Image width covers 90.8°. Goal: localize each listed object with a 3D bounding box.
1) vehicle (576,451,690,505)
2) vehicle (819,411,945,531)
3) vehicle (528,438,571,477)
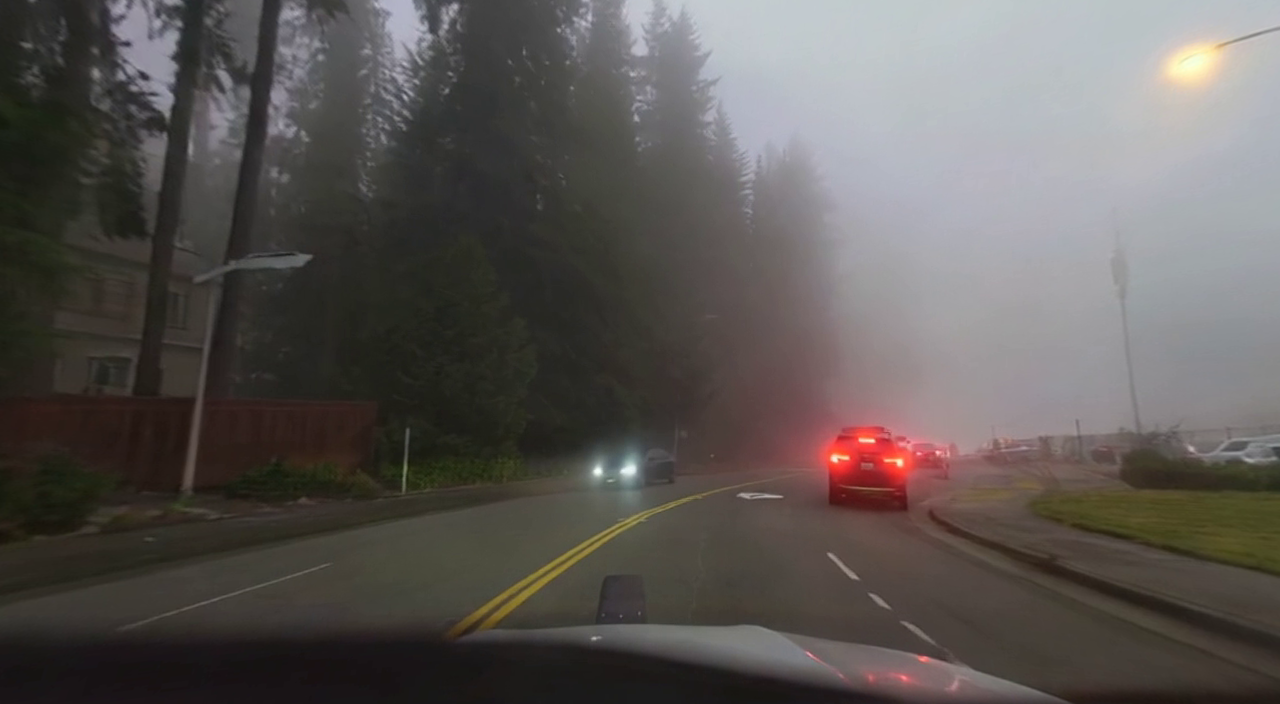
[{"bbox_3d":[-0.063,3.779,19.488,1.933,1.428,4.449,-4,-10,21],"label":"vehicle"},{"bbox_3d":[5.069,2.499,13.682,1.913,2.241,3.024,-3,-8,11],"label":"vehicle"},{"bbox_3d":[-6.188,7.250,43.389,2.665,2.465,1.532,3,-7,-2],"label":"vehicle"}]
